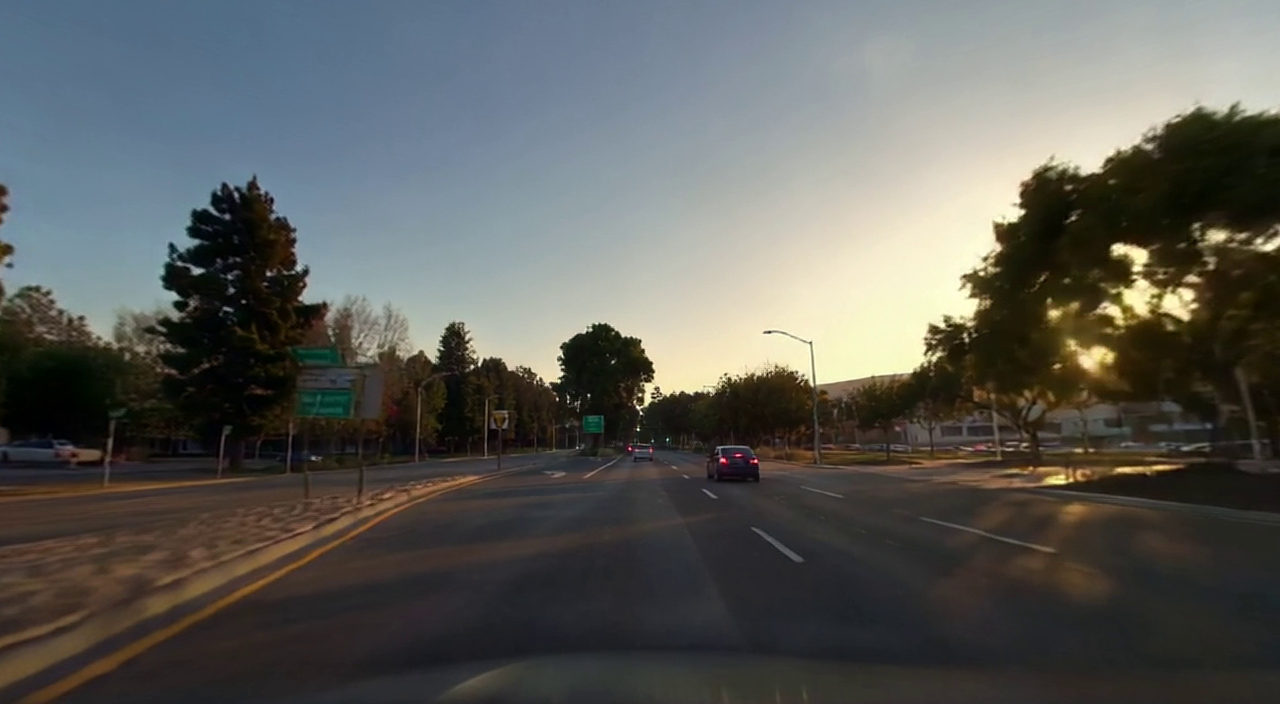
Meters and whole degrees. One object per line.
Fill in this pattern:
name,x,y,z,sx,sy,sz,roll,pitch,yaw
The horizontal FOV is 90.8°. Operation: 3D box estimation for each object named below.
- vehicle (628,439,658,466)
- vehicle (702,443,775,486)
vehicle,0.154,7.108,44.673,1.988,1.800,4.322,0,-8,-1
vehicle,3.625,4.226,24.136,1.948,1.479,4.620,0,-8,-2
